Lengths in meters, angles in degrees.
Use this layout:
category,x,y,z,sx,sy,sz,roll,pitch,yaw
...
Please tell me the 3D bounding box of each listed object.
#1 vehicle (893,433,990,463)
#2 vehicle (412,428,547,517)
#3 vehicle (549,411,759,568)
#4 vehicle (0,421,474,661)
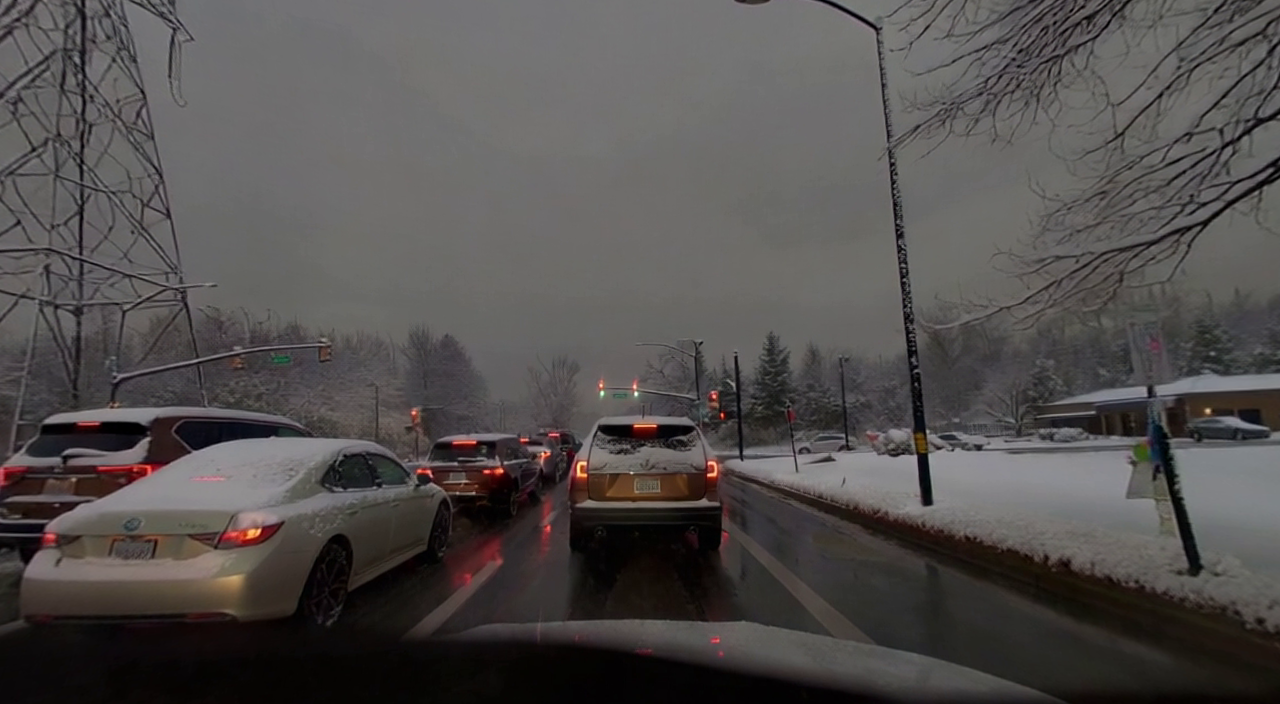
category,x,y,z,sx,sy,sz,roll,pitch,yaw
vehicle,15.087,4.812,31.716,3.858,1.437,1.899,0,-8,-4
vehicle,-3.257,2.525,13.687,1.997,1.636,3.760,0,-8,-1
vehicle,0.082,1.782,8.960,2.239,1.661,4.224,0,-8,-2
vehicle,-3.176,1.502,6.218,1.973,1.469,4.448,0,-8,-2
